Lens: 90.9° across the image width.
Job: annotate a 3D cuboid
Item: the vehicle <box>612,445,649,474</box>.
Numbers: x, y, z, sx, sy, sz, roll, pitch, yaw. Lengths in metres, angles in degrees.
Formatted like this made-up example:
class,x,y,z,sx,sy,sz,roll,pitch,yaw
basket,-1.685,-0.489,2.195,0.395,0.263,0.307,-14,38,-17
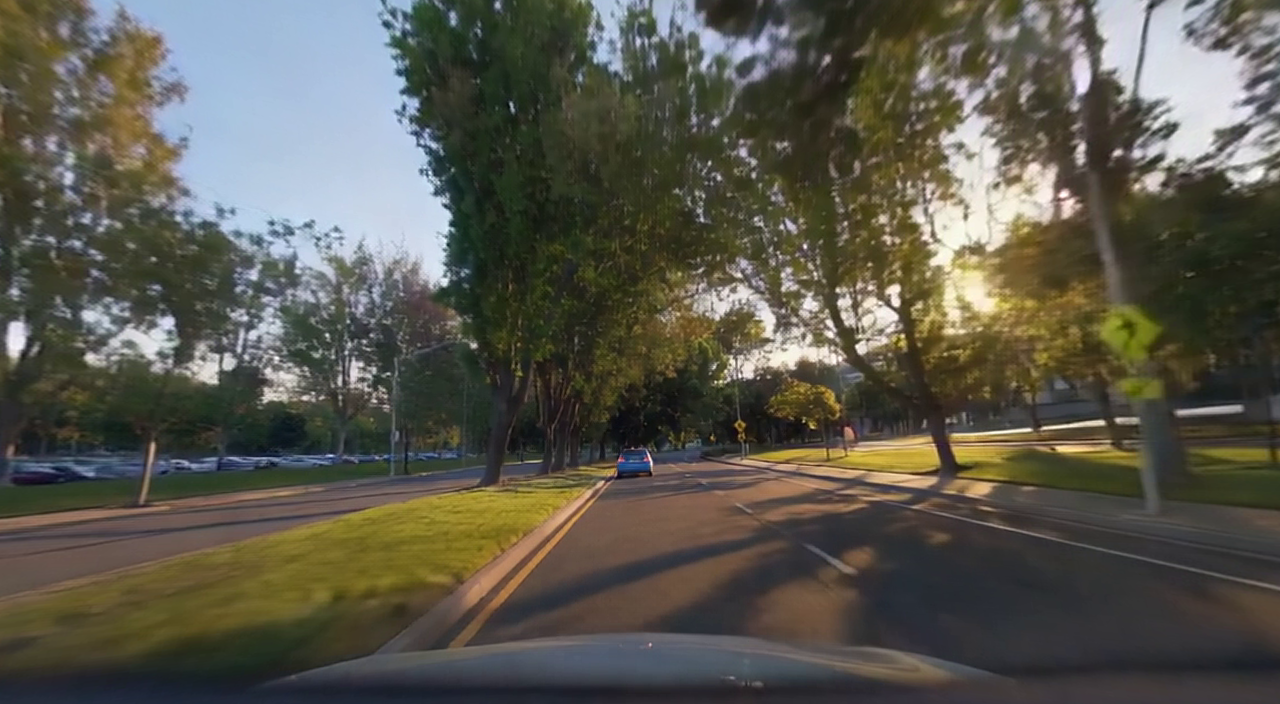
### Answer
class,x,y,z,sx,sy,sz,roll,pitch,yaw
vehicle,-0.544,6.105,36.157,1.978,1.499,3.915,-1,-8,-1

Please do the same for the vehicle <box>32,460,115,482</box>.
class,x,y,z,sx,sy,sz,roll,pitch,yaw
vehicle,-42.856,9.009,47.798,4.308,1.521,2.025,-1,-8,0

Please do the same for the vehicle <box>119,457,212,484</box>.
class,x,y,z,sx,sy,sz,roll,pitch,yaw
vehicle,-30.208,7.539,40.248,4.392,1.602,1.860,-1,-8,1
